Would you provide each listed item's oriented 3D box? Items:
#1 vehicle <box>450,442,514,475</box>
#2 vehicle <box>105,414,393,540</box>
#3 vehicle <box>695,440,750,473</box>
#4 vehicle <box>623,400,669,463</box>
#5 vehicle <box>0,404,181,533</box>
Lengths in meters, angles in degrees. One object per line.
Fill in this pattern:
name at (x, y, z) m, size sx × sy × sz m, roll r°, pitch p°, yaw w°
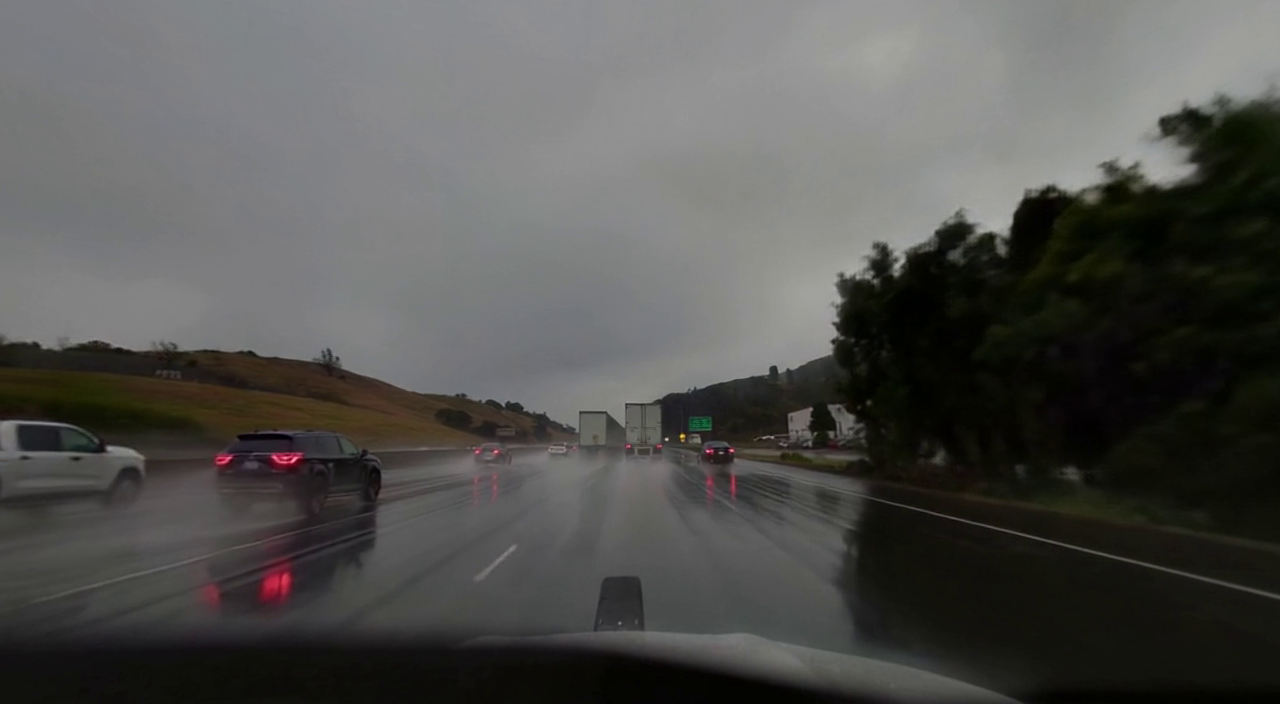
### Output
vehicle at (-7.491, 5.100, 30.423) m, size 1.891 × 1.460 × 4.506 m, roll 0°, pitch -9°, yaw 1°
vehicle at (-6.396, 2.085, 11.149) m, size 2.122 × 1.754 × 4.379 m, roll 0°, pitch -9°, yaw 2°
vehicle at (3.944, 5.086, 30.910) m, size 2.006 × 1.452 × 4.246 m, roll 0°, pitch -9°, yaw -1°
vehicle at (0.358, 6.031, 46.835) m, size 2.969 × 4.104 × 10.906 m, roll 0°, pitch -9°, yaw 0°
vehicle at (-10.505, 1.802, 9.882) m, size 2.208 × 1.889 × 5.781 m, roll 0°, pitch -9°, yaw 1°
